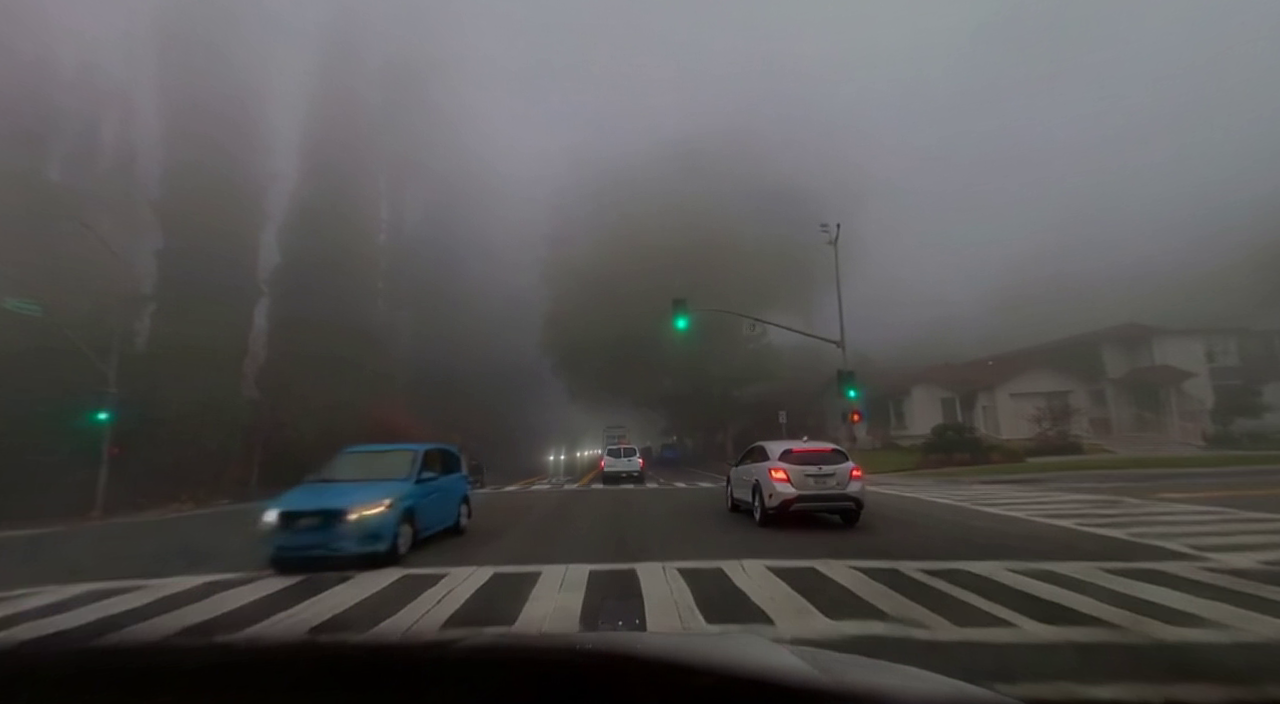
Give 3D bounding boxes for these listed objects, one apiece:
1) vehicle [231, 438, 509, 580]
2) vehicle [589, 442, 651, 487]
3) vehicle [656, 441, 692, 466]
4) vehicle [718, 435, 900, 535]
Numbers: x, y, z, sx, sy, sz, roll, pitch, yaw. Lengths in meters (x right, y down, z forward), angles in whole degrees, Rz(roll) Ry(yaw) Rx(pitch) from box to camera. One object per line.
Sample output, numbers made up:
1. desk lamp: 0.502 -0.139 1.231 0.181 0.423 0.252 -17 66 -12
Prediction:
1. vehicle: -3.332 1.996 9.058 2.096 1.472 4.618 0 -8 -2
2. vehicle: -0.745 4.133 23.586 2.114 1.483 4.207 0 -8 -2
3. vehicle: 2.534 7.707 48.178 2.187 1.847 4.553 0 -8 -3
4. vehicle: 2.769 2.278 11.558 1.973 1.447 4.402 0 -8 -2
